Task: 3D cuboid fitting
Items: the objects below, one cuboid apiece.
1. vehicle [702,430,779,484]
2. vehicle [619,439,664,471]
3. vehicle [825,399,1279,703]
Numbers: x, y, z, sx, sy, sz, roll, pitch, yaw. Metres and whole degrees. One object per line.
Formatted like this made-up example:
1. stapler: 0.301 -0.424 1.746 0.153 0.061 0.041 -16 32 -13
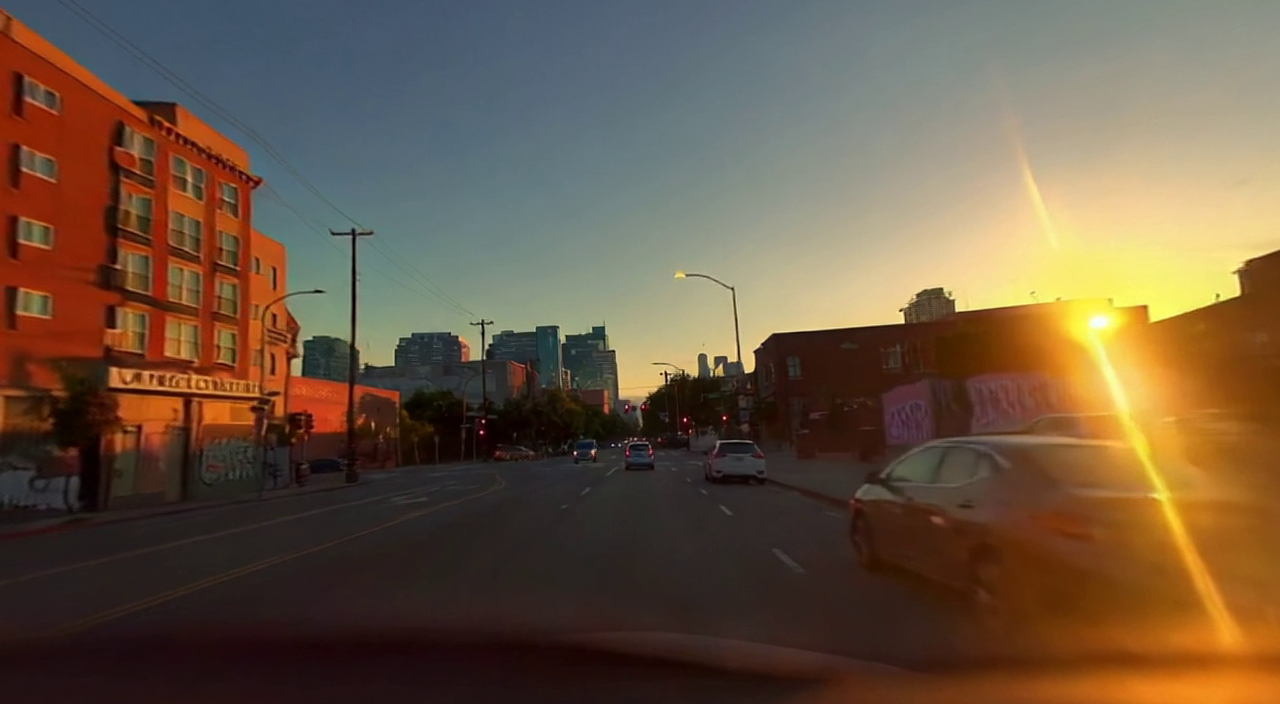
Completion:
1. vehicle: 3.444 3.706 22.371 1.938 1.714 4.402 0 -8 0
2. vehicle: 0.089 5.228 32.170 2.153 1.505 4.452 0 -8 0
3. vehicle: 3.163 1.307 5.122 2.062 1.535 4.206 0 -8 1
